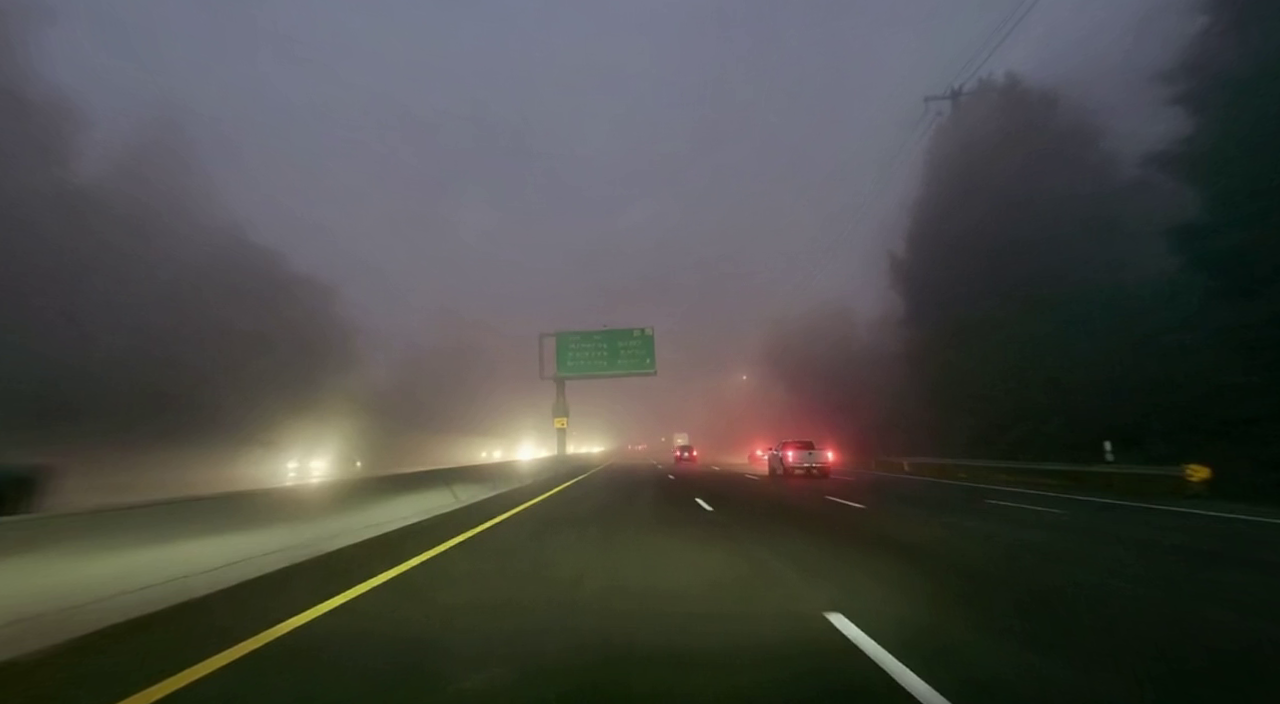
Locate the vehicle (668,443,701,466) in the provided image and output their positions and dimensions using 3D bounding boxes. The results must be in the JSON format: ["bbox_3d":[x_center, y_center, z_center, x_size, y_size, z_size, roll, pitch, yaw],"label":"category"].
[{"bbox_3d":[3.202,7.518,46.640,2.018,1.600,4.121,0,-9,-2],"label":"vehicle"}]

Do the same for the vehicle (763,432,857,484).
[{"bbox_3d":[6.671,4.224,25.547,2.244,1.858,5.414,0,-9,-1],"label":"vehicle"}]
